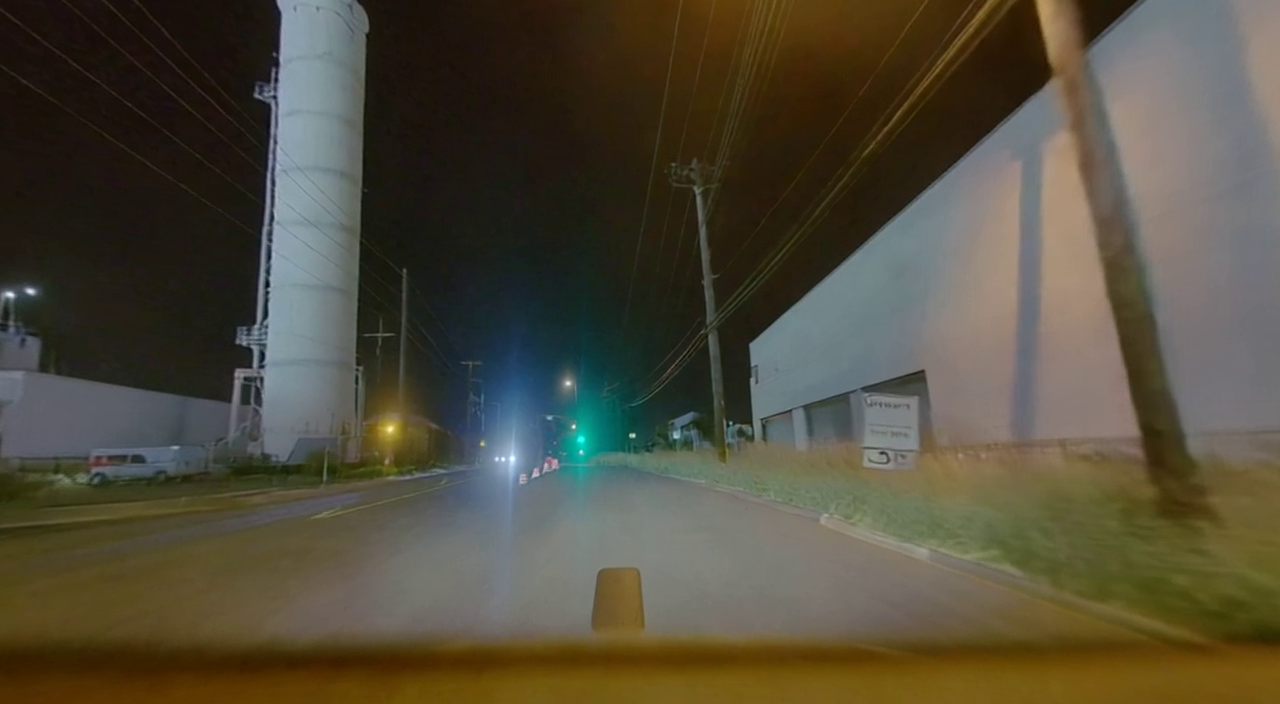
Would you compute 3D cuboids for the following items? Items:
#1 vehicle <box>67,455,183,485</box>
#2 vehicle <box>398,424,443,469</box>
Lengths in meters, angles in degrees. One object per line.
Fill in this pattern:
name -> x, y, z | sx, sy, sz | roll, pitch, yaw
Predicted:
vehicle -> -26.452, 6.075, 32.586 | 4.184, 1.411, 1.855 | 1, -9, -5
vehicle -> -16.986, 7.306, 48.877 | 2.905, 3.133, 7.675 | 3, -9, -19
